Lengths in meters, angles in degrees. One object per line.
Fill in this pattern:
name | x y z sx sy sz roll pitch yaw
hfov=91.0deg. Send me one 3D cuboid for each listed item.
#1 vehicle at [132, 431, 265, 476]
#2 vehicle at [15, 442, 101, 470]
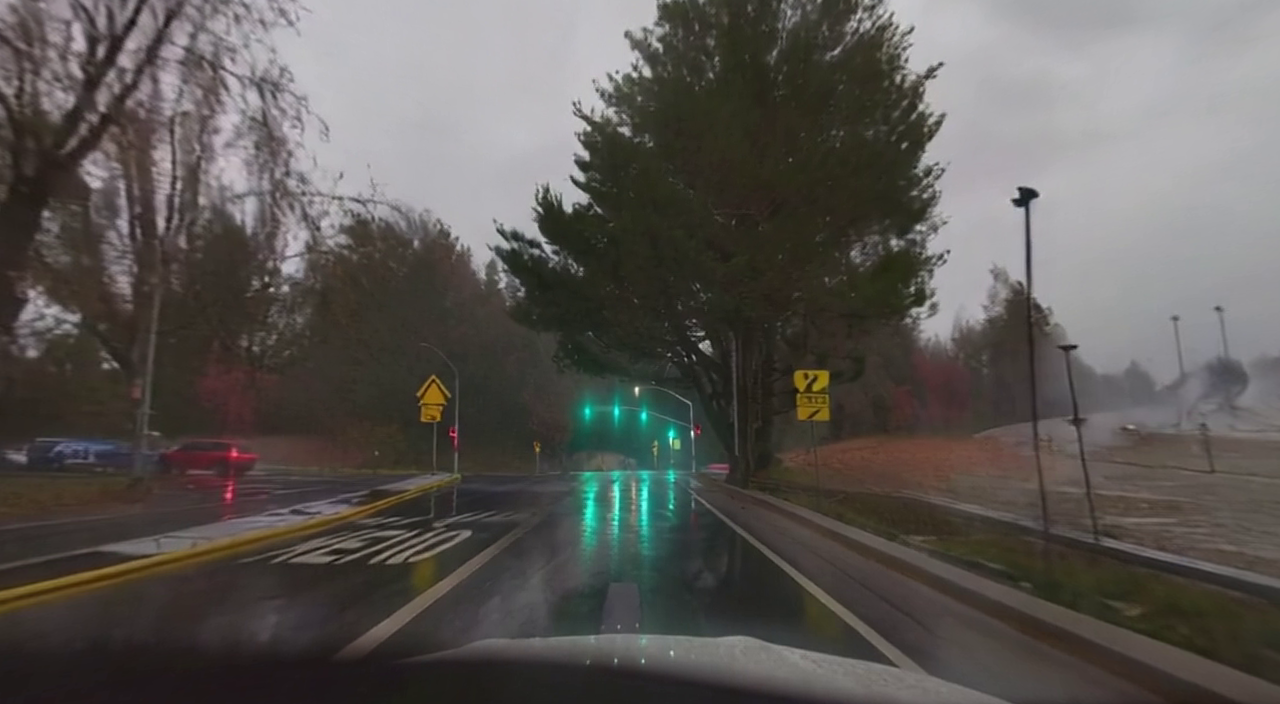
vehicle | -20.562 4.741 29.517 4.529 1.976 2.002 1 -9 -8
vehicle | -33.473 5.960 36.304 1.601 1.494 3.449 -1 -9 1
